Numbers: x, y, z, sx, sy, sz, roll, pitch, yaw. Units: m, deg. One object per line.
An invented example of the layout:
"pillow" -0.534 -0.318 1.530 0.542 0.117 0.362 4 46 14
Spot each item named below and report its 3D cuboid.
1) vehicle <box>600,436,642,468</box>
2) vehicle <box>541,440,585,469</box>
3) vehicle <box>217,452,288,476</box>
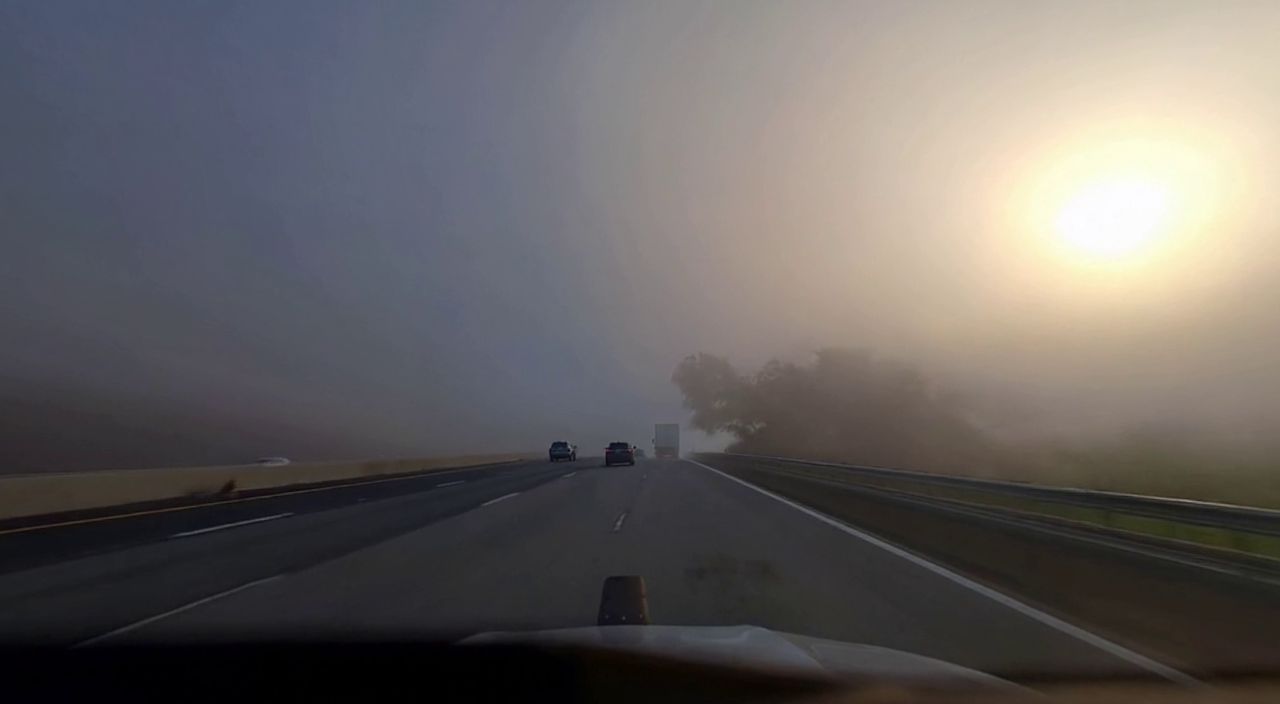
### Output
"vehicle" -1.086 6.157 38.973 2.283 1.802 4.810 0 -9 2
"vehicle" -4.769 6.384 39.498 2.062 1.691 4.278 0 -9 2
"vehicle" -26.500 7.660 43.336 1.946 1.489 4.422 0 -9 2
